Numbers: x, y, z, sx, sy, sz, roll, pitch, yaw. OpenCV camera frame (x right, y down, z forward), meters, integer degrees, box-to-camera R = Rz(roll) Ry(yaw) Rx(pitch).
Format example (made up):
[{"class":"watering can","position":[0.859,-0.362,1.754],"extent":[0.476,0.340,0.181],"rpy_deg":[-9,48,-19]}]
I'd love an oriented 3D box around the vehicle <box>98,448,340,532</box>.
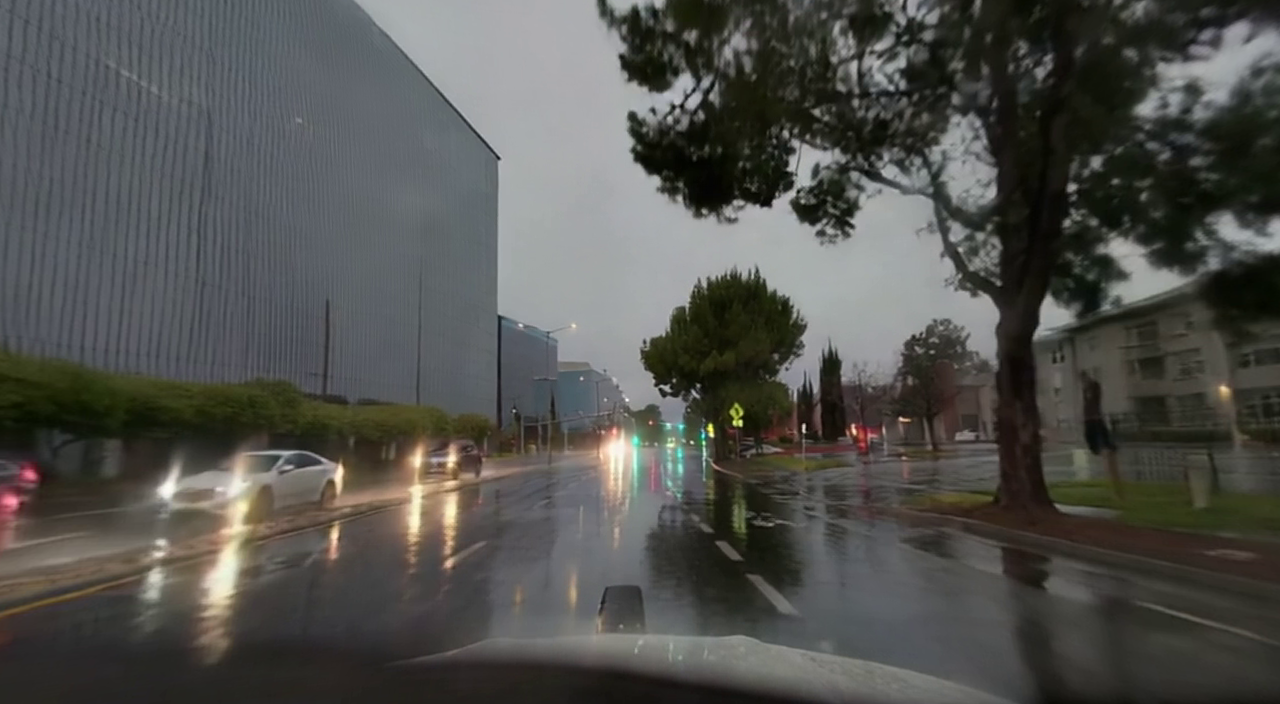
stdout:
[{"class":"vehicle","position":[-8.687,2.835,13.734],"extent":[1.983,1.486,4.707],"rpy_deg":[0,-8,0]}]

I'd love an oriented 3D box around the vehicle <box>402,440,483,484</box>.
[{"class":"vehicle","position":[-8.521,4.783,27.755],"extent":[1.988,1.755,4.568],"rpy_deg":[0,-9,1]}]
